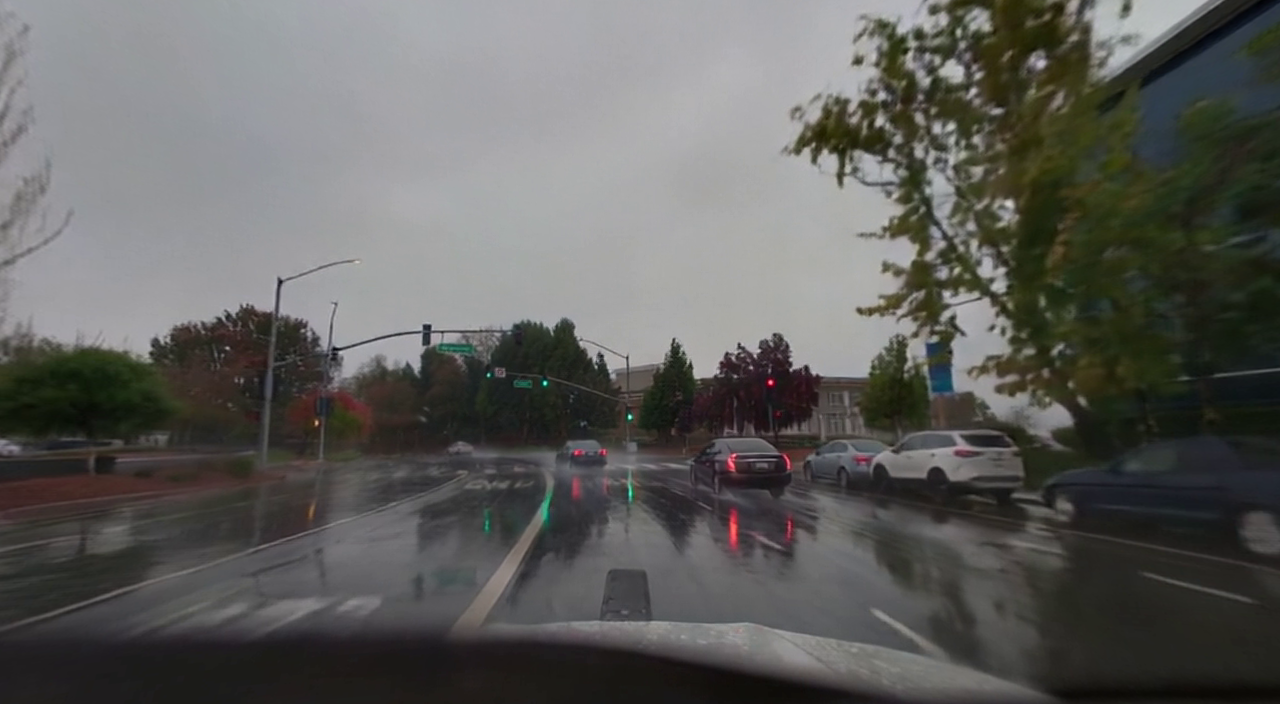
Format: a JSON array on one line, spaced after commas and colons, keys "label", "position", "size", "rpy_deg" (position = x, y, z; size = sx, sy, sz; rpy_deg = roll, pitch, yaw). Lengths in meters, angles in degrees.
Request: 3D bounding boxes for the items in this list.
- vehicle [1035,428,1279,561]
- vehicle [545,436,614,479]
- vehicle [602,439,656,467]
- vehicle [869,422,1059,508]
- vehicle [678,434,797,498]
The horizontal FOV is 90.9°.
[{"label": "vehicle", "position": [7.781, 1.766, 8.336], "size": [1.903, 1.432, 4.514], "rpy_deg": [1, -8, -5]}, {"label": "vehicle", "position": [-2.566, 4.232, 25.557], "size": [2.308, 1.535, 4.811], "rpy_deg": [2, -9, -11]}, {"label": "vehicle", "position": [-0.700, 5.584, 35.033], "size": [1.957, 1.463, 4.701], "rpy_deg": [2, -9, -14]}, {"label": "vehicle", "position": [7.067, 2.492, 14.339], "size": [1.825, 1.646, 4.070], "rpy_deg": [1, -8, -6]}, {"label": "vehicle", "position": [2.447, 3.010, 17.107], "size": [1.984, 1.476, 4.488], "rpy_deg": [1, -8, -8]}]
